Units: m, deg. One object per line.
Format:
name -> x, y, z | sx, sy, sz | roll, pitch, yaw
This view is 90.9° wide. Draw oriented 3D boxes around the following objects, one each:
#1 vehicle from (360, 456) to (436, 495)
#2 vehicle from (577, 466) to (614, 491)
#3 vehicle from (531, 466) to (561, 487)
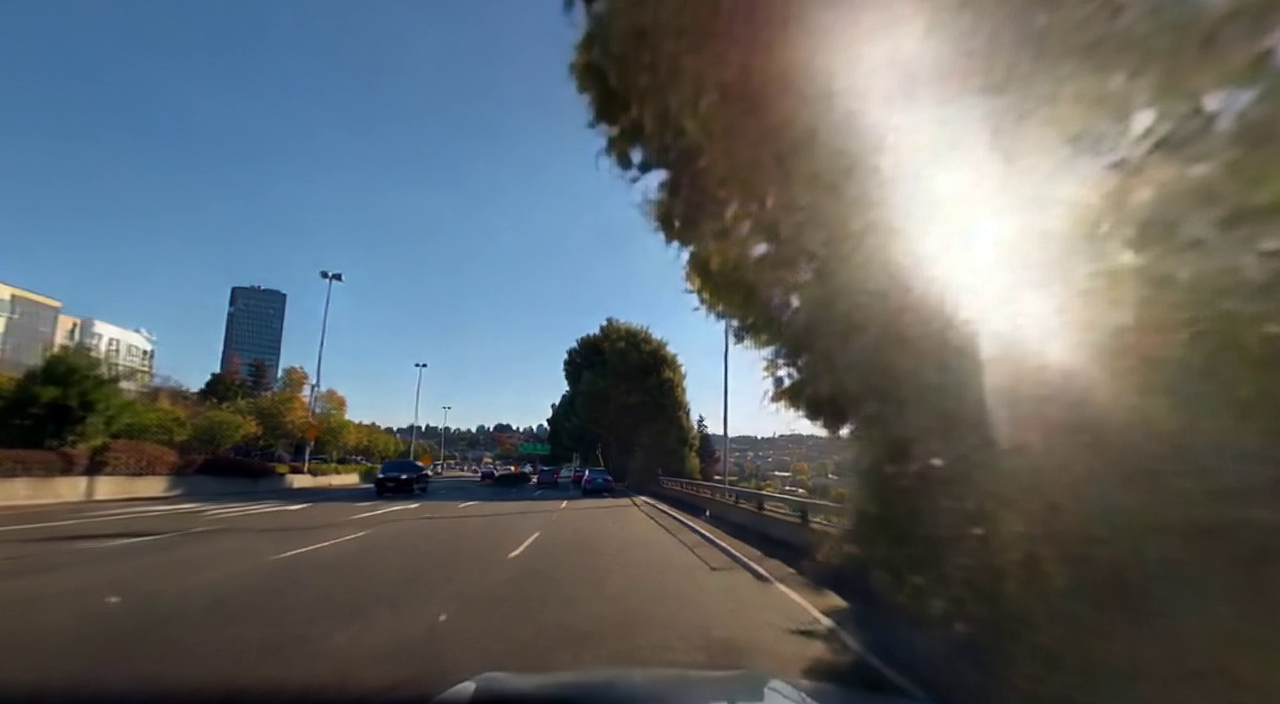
vehicle -> -11.436, 5.895, 30.183 | 2.183, 1.665, 4.498 | 2, -10, -5
vehicle -> -2.900, 8.082, 40.336 | 2.129, 1.471, 4.258 | 2, -10, -7
vehicle -> -6.908, 9.180, 46.582 | 2.030, 1.441, 4.806 | 2, -11, -7
